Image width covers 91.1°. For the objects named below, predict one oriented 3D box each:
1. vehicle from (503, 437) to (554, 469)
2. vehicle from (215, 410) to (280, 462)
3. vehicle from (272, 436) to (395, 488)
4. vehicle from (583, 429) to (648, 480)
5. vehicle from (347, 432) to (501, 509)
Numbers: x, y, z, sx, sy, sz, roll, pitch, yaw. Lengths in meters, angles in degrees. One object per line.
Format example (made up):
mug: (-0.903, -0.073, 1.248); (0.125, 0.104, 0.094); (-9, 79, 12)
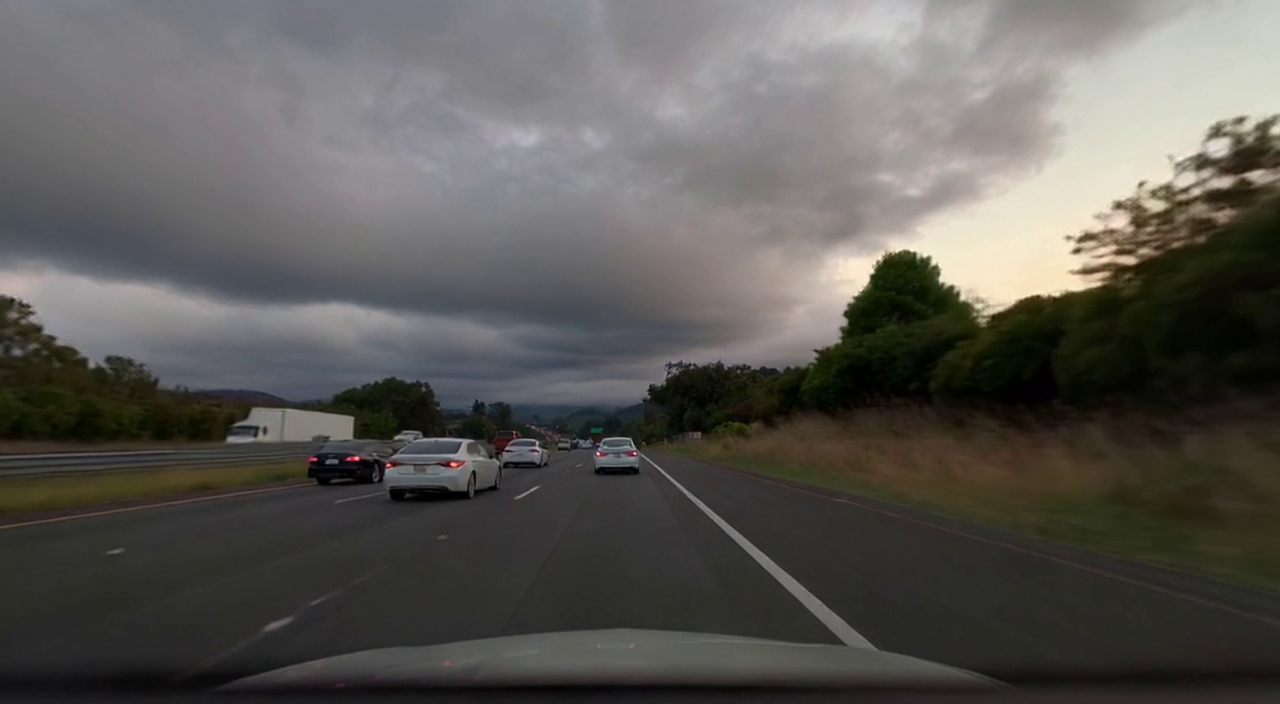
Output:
vehicle: (-5.343, 4.899, 30.679); (1.835, 1.432, 3.835); (0, -8, -1)
vehicle: (-30.421, 6.537, 48.813); (2.981, 3.860, 2.886); (0, -8, -2)
vehicle: (-9.342, 3.341, 19.555); (1.850, 1.439, 3.932); (0, -8, 0)
vehicle: (-0.874, 3.686, 22.986); (2.178, 1.658, 3.916); (0, -8, -2)
vehicle: (-4.642, 2.569, 14.319); (1.971, 1.464, 4.386); (0, -8, 0)
